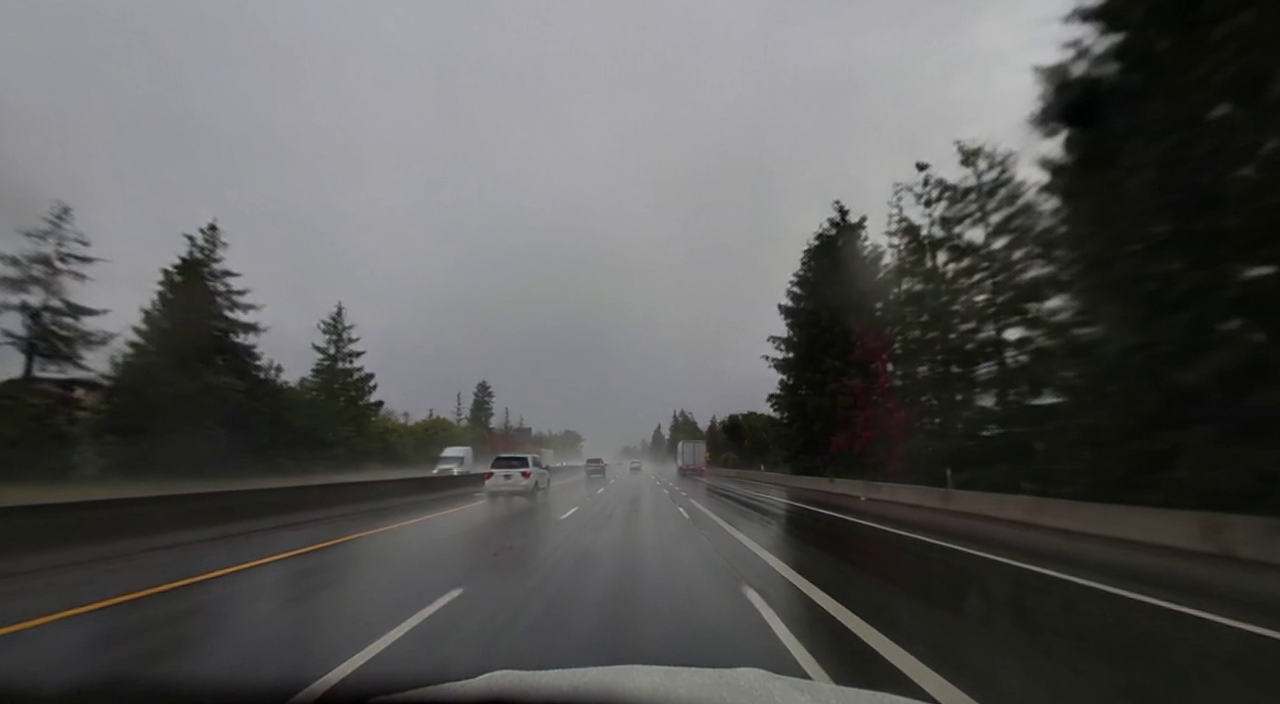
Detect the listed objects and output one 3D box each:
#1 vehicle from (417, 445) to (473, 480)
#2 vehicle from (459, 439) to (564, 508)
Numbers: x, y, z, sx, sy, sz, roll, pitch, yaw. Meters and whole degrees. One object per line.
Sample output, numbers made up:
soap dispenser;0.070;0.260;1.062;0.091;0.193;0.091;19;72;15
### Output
vehicle;-15.302;8.800;49.994;2.333;2.505;6.322;1;-10;0
vehicle;-3.895;3.836;20.098;2.272;1.873;4.832;1;-10;0
